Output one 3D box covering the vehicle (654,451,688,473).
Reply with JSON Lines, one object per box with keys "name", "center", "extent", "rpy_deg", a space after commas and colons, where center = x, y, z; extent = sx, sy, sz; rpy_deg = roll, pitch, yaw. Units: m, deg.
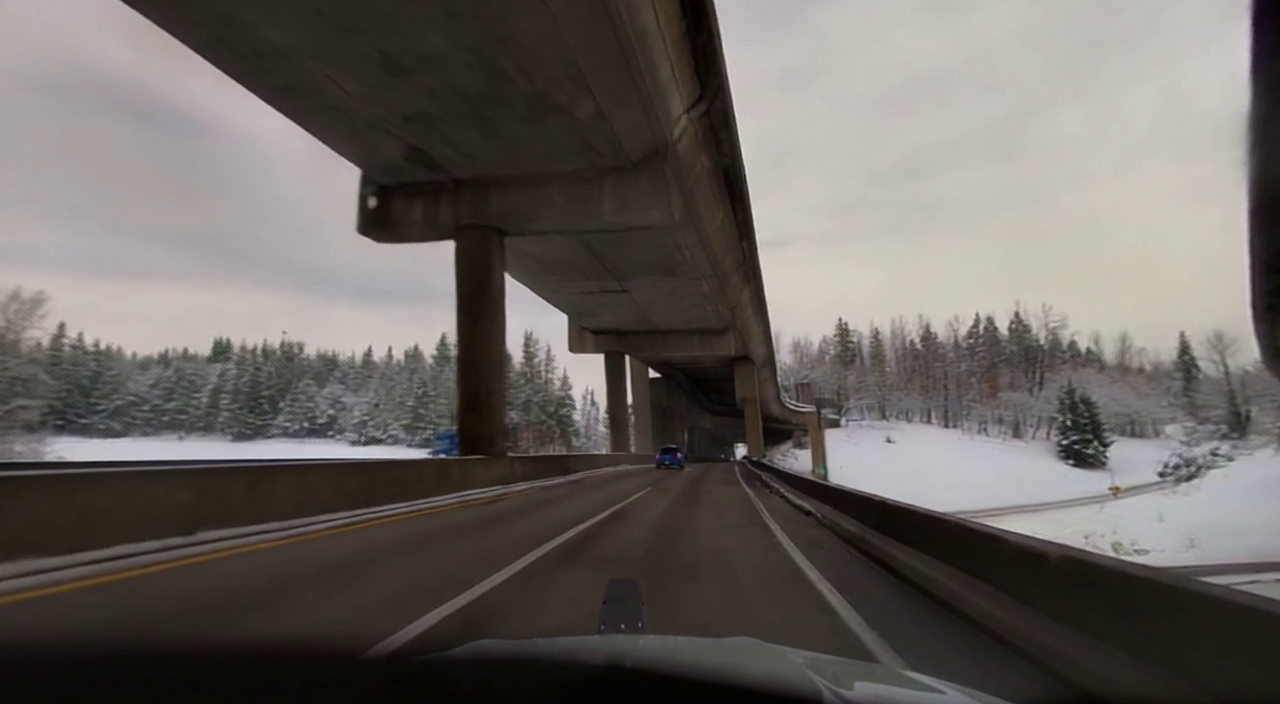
{"name": "vehicle", "center": [2.178, 7.511, 43.188], "extent": [1.940, 1.444, 4.024], "rpy_deg": [-2, -9, 9]}
